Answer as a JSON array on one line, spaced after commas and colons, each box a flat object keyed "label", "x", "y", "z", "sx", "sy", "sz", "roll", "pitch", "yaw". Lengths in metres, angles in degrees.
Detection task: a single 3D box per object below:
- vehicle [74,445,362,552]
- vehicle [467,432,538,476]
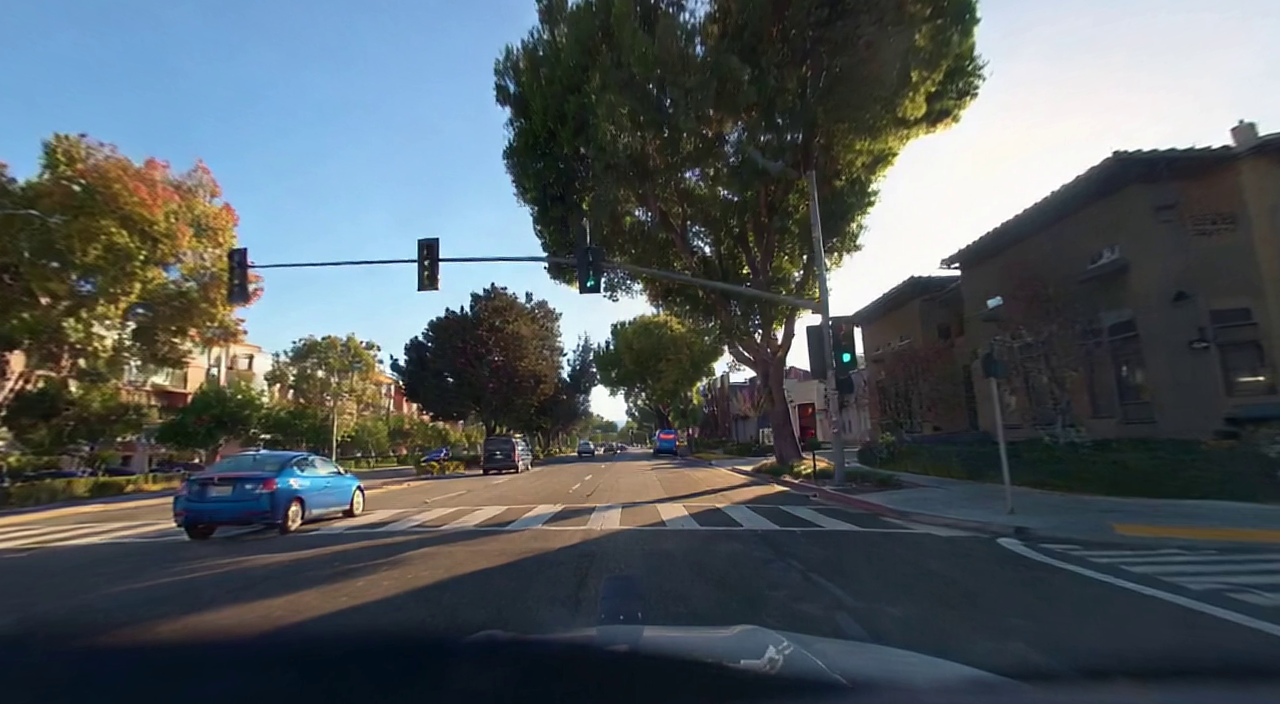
[{"label": "vehicle", "x": -6.872, "y": 2.385, "z": 11.077, "sx": 1.970, "sy": 1.456, "sz": 4.441, "roll": 0, "pitch": -9, "yaw": 0}, {"label": "vehicle", "x": -6.868, "y": 5.183, "z": 32.396, "sx": 2.332, "sy": 2.039, "sz": 5.678, "roll": 0, "pitch": -9, "yaw": 0}]
